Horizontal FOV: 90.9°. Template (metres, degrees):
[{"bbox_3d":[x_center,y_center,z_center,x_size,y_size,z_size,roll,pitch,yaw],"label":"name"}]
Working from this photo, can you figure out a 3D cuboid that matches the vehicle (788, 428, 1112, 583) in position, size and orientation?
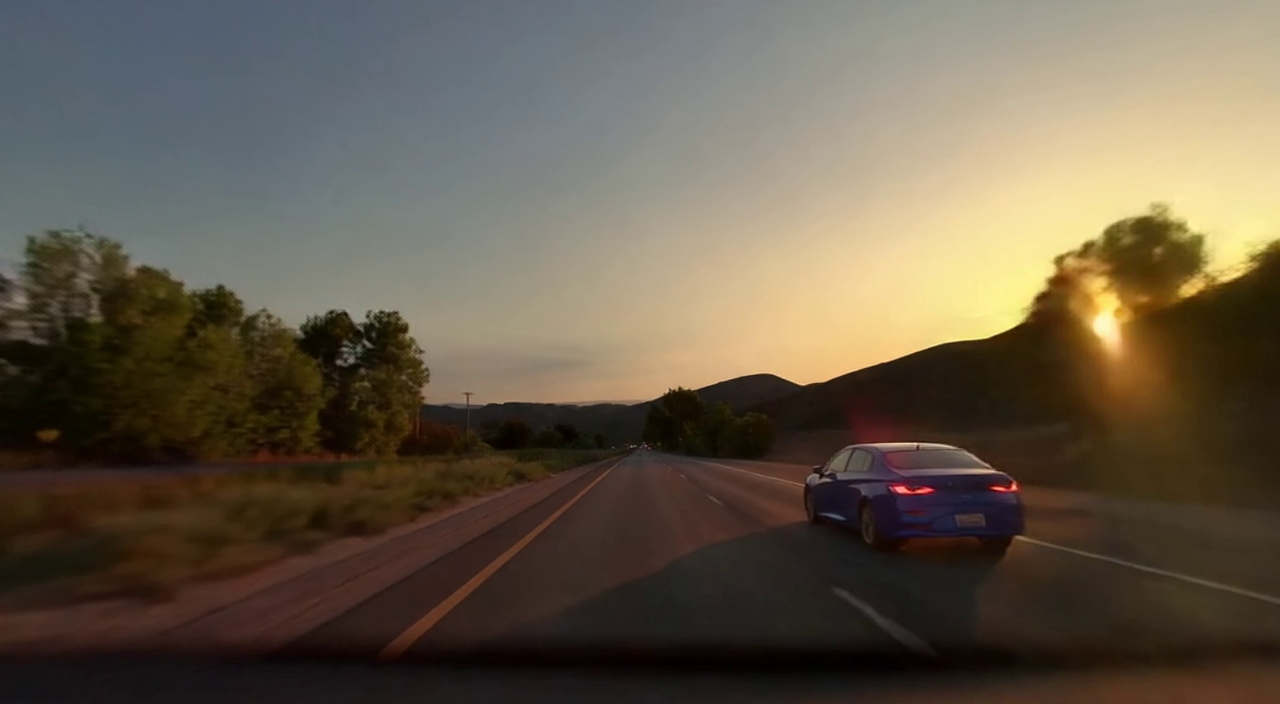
[{"bbox_3d":[3.515,1.813,8.355,2.003,1.466,4.441,0,-9,0],"label":"vehicle"}]
